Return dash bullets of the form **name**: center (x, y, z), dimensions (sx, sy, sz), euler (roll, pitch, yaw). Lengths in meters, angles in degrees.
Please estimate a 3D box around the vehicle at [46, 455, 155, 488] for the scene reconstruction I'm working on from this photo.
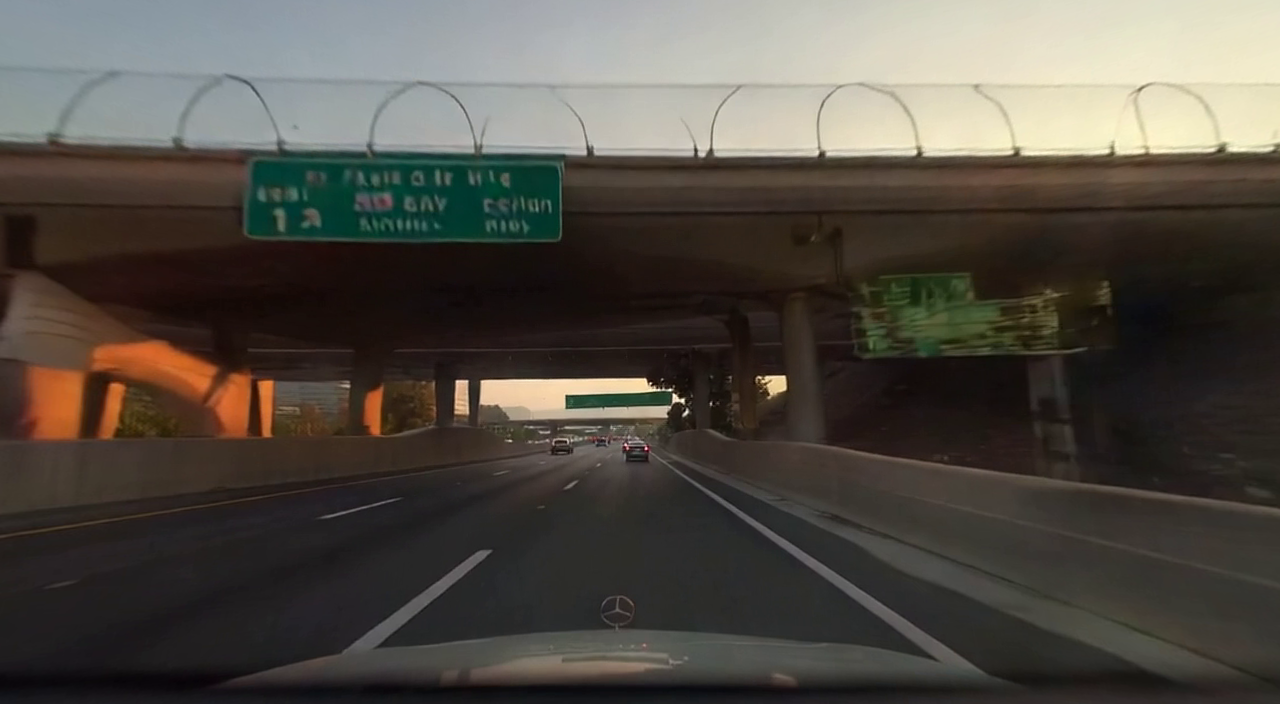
- **vehicle**: center (-27.873, 6.162, 32.716), dimensions (1.832, 1.446, 4.330), euler (0, -8, 0)

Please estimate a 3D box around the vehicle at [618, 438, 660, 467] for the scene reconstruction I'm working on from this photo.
- **vehicle**: center (-0.089, 5.264, 33.214), dimensions (2.072, 1.440, 3.690), euler (0, -8, -1)
